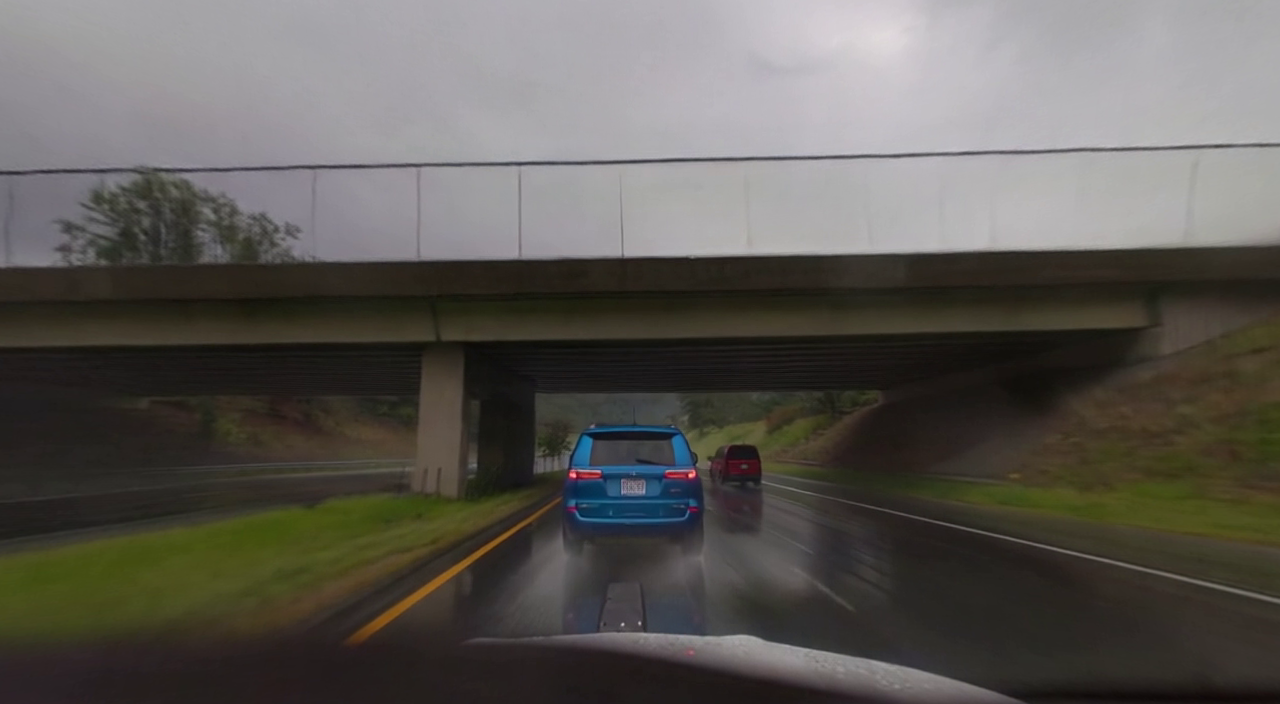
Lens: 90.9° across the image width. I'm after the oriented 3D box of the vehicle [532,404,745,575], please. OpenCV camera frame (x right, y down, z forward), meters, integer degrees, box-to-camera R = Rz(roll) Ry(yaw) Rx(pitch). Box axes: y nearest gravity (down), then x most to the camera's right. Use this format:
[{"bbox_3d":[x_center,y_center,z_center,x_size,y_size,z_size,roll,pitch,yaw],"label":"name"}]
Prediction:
[{"bbox_3d":[-0.010,1.806,8.923,2.288,1.823,4.059,0,-9,0],"label":"vehicle"}]
